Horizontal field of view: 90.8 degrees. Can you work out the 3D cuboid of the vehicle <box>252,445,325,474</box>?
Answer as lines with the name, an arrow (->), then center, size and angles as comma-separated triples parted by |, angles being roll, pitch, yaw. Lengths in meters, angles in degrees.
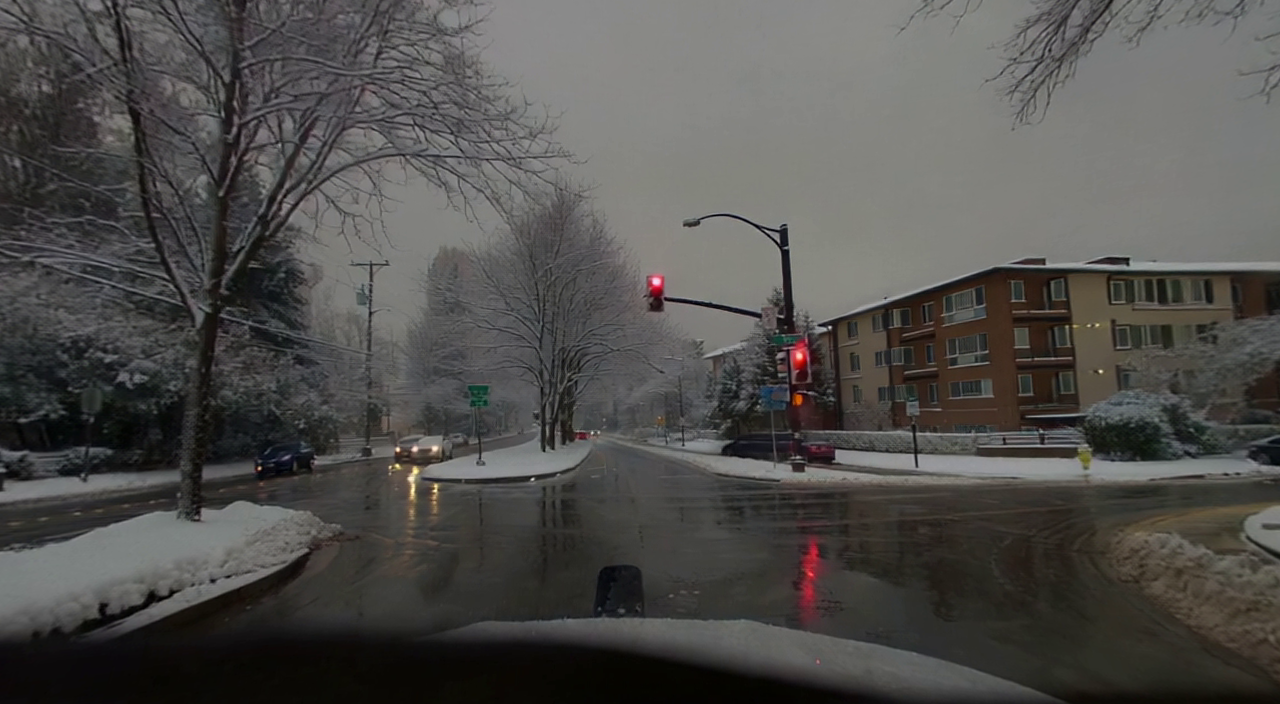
vehicle -> -21.075, 6.453, 38.107 | 1.981, 1.628, 4.336 | 0, -9, -1

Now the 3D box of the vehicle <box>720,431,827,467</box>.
vehicle -> 6.363, 4.712, 30.666 | 2.073, 1.571, 4.790 | 7, -11, -39

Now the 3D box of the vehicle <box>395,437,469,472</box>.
vehicle -> -9.670, 4.801, 29.768 | 2.116, 1.521, 4.294 | 0, -9, -1

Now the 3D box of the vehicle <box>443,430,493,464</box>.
vehicle -> -9.761, 5.455, 36.177 | 1.910, 1.818, 4.057 | 0, -9, -3
